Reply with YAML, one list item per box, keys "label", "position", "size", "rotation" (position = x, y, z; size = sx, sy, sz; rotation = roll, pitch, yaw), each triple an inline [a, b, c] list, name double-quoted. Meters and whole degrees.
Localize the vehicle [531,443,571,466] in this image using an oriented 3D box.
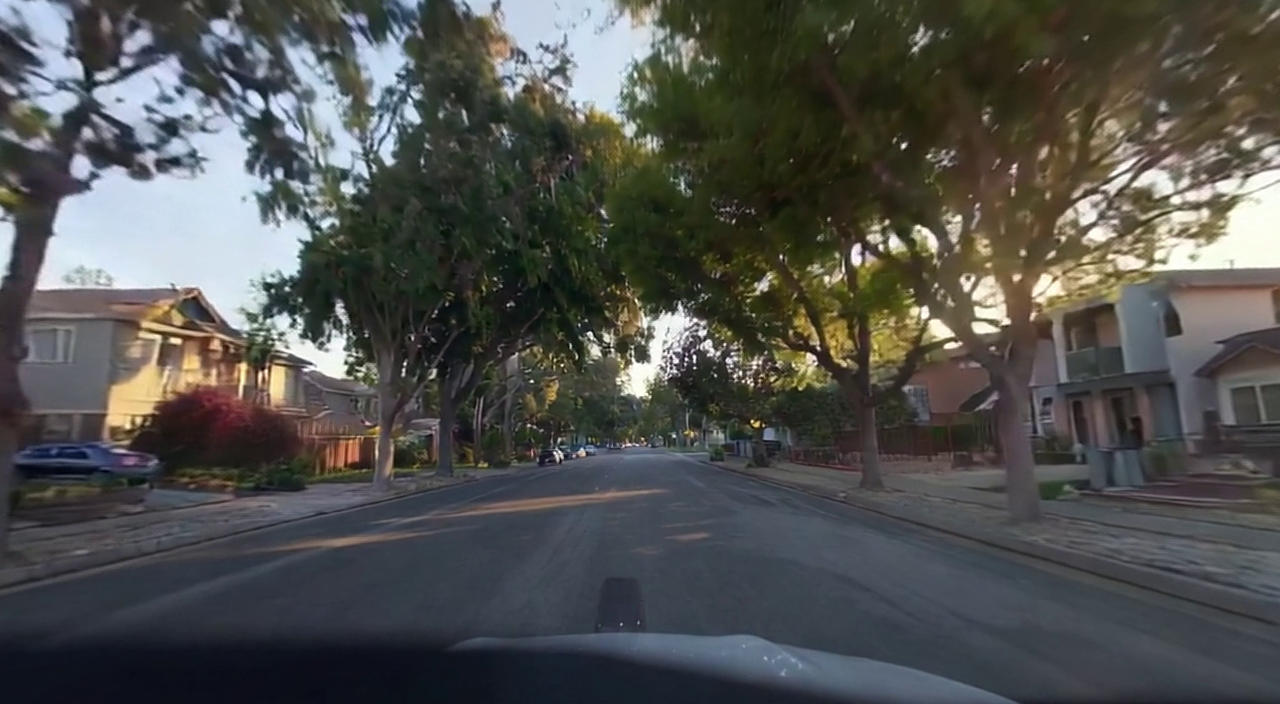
- label: "vehicle"
  position: [-6.152, 7.140, 44.178]
  size: [2.026, 1.449, 4.422]
  rotation: [-1, -8, 2]
